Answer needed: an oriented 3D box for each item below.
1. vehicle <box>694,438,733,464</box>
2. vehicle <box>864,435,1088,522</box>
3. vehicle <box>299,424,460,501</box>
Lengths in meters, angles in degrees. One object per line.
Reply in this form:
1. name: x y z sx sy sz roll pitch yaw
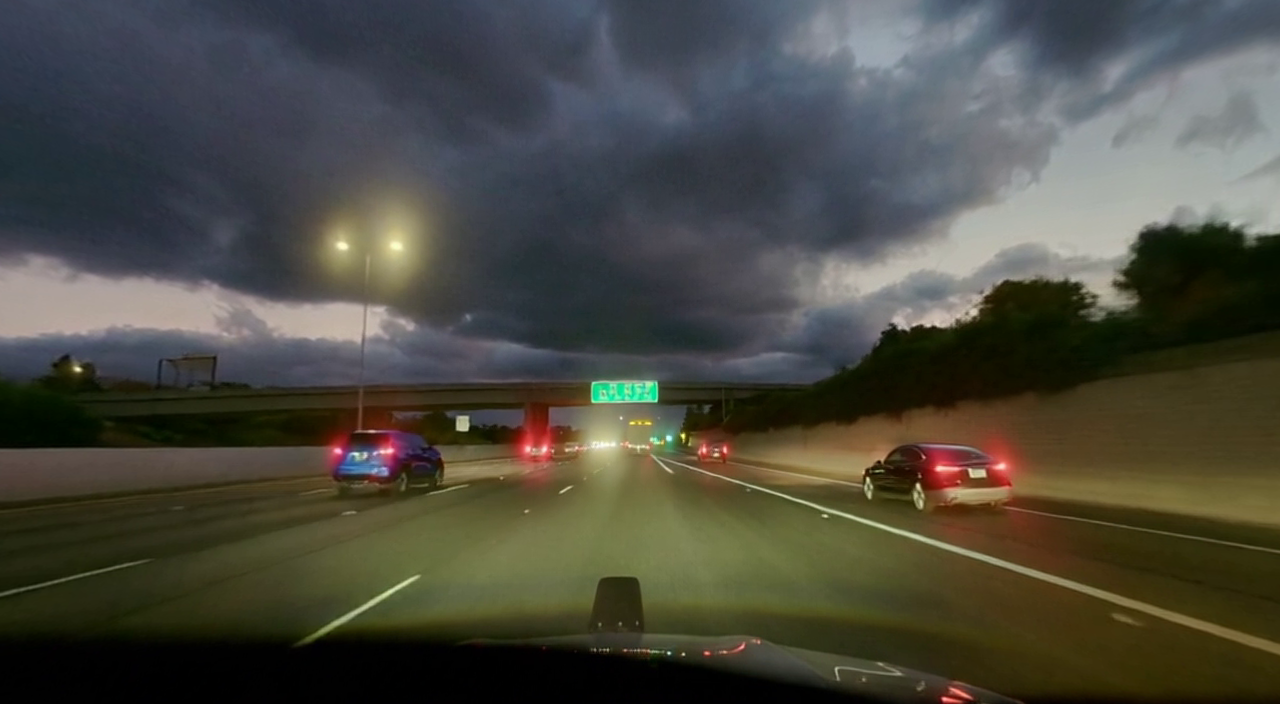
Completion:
1. vehicle: 5.531 7.562 48.240 2.220 1.898 4.752 0 -9 -3
2. vehicle: 6.775 2.579 13.455 2.075 1.510 4.569 0 -9 -3
3. vehicle: -6.639 2.896 16.871 2.179 1.753 4.999 0 -9 0
